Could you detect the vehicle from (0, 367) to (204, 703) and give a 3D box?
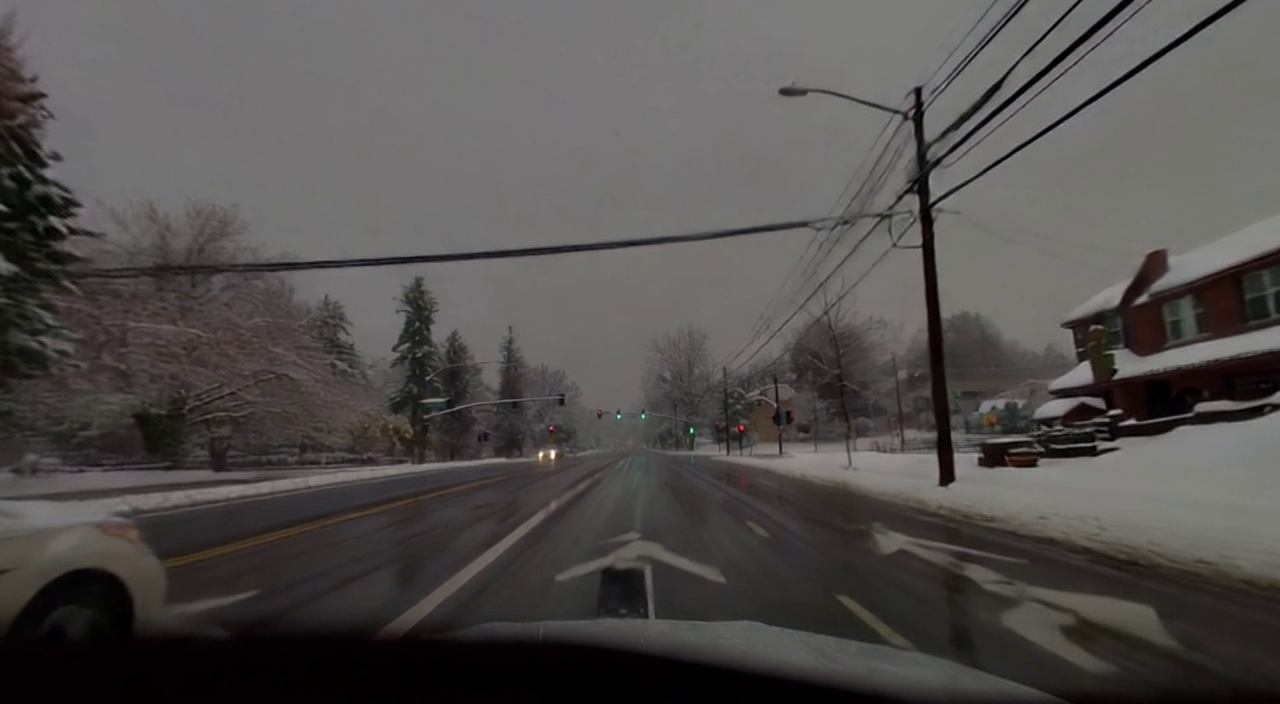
[{"bbox_3d":[-3.354,0.614,0.699,2.139,1.564,4.901,0,-9,1],"label":"vehicle"}]
